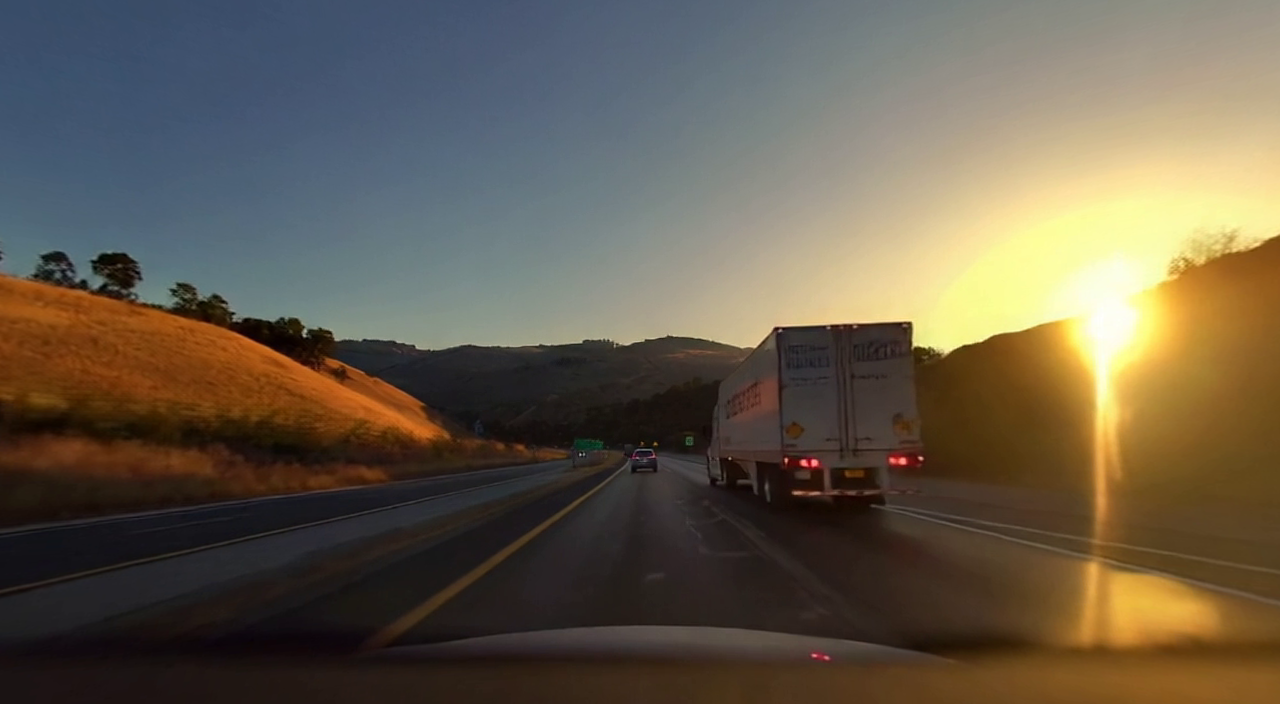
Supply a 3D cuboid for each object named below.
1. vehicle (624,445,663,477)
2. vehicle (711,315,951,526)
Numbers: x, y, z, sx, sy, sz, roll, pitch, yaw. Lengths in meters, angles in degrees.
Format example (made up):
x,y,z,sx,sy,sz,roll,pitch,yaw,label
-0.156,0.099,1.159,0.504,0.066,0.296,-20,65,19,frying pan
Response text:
x,y,z,sx,sy,sz,roll,pitch,yaw,label
0.242,6.364,36.845,2.160,1.691,4.243,-1,-9,1,vehicle
4.686,2.472,20.086,3.167,4.180,14.924,2,-9,1,vehicle
